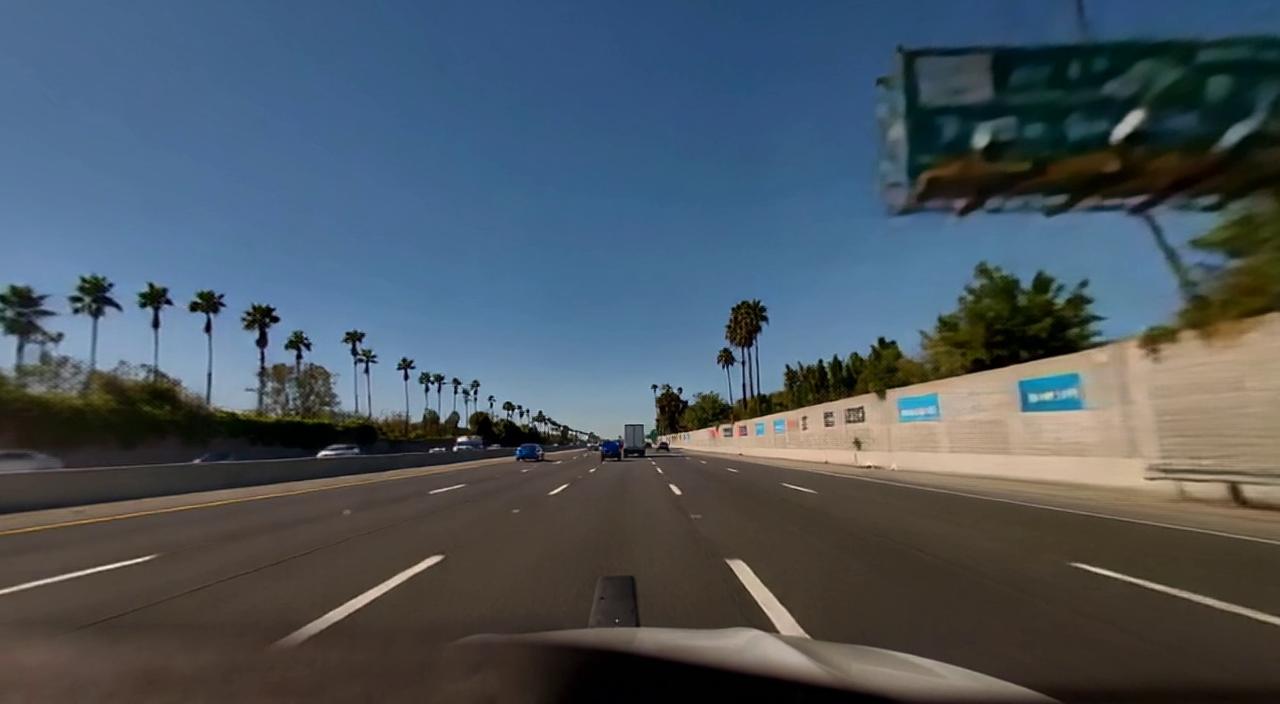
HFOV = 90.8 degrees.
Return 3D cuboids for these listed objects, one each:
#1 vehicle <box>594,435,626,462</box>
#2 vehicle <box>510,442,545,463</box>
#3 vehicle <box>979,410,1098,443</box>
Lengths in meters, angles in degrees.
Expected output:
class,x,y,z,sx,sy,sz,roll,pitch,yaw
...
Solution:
class,x,y,z,sx,sy,sz,roll,pitch,yaw
vehicle,-2.317,7.626,49.963,2.390,2.007,4.901,0,-9,-1
vehicle,-8.734,7.857,49.438,1.971,1.552,4.465,0,-9,0
vehicle,23.131,4.367,36.822,5.484,1.783,2.076,0,-9,-1
